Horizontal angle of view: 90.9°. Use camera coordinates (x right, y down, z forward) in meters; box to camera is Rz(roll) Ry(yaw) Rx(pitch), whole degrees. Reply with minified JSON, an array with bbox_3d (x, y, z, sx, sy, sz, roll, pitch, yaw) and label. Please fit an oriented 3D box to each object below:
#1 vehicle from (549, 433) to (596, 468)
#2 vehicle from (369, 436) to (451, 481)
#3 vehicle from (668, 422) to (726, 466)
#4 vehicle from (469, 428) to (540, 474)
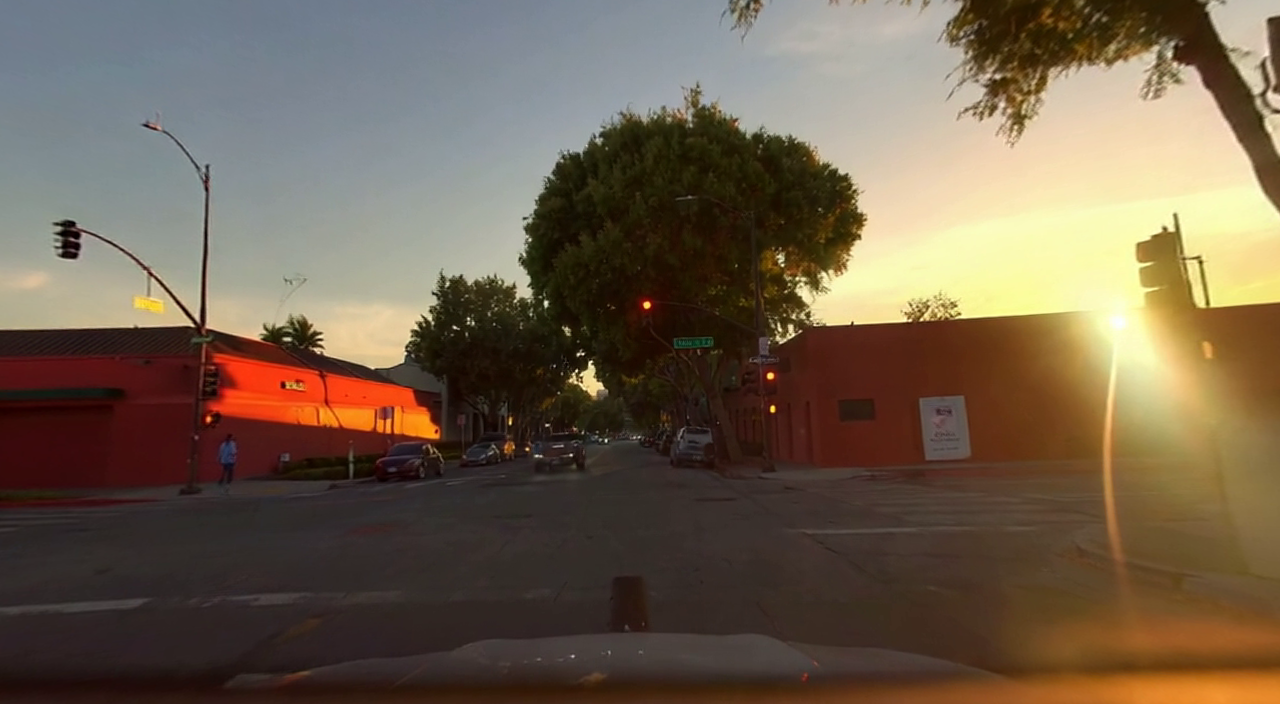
[{"bbox_3d":[-3.237,4.829,31.005,2.033,1.596,4.142,0,-8,-2],"label":"vehicle"},{"bbox_3d":[-9.924,4.610,27.643,2.216,1.804,4.526,1,-8,-5],"label":"vehicle"},{"bbox_3d":[3.049,5.099,34.937,2.557,2.188,5.164,0,-8,-2],"label":"vehicle"},{"bbox_3d":[-5.997,4.461,28.551,2.242,1.887,4.924,0,-8,-2],"label":"vehicle"}]
